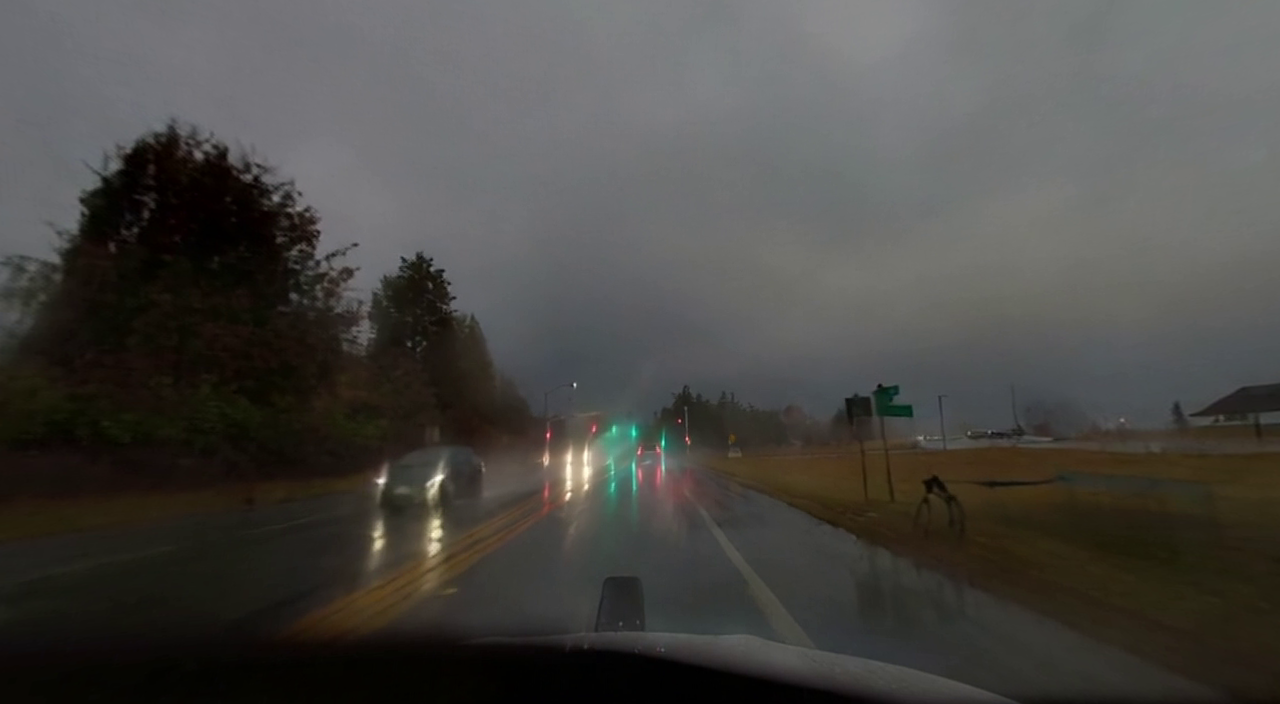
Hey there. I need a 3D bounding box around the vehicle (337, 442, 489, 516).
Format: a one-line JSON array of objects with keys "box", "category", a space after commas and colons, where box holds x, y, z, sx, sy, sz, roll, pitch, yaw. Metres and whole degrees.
[{"box": [-5.151, 2.916, 15.103, 2.002, 1.455, 4.450, -1, -8, -1], "category": "vehicle"}]
